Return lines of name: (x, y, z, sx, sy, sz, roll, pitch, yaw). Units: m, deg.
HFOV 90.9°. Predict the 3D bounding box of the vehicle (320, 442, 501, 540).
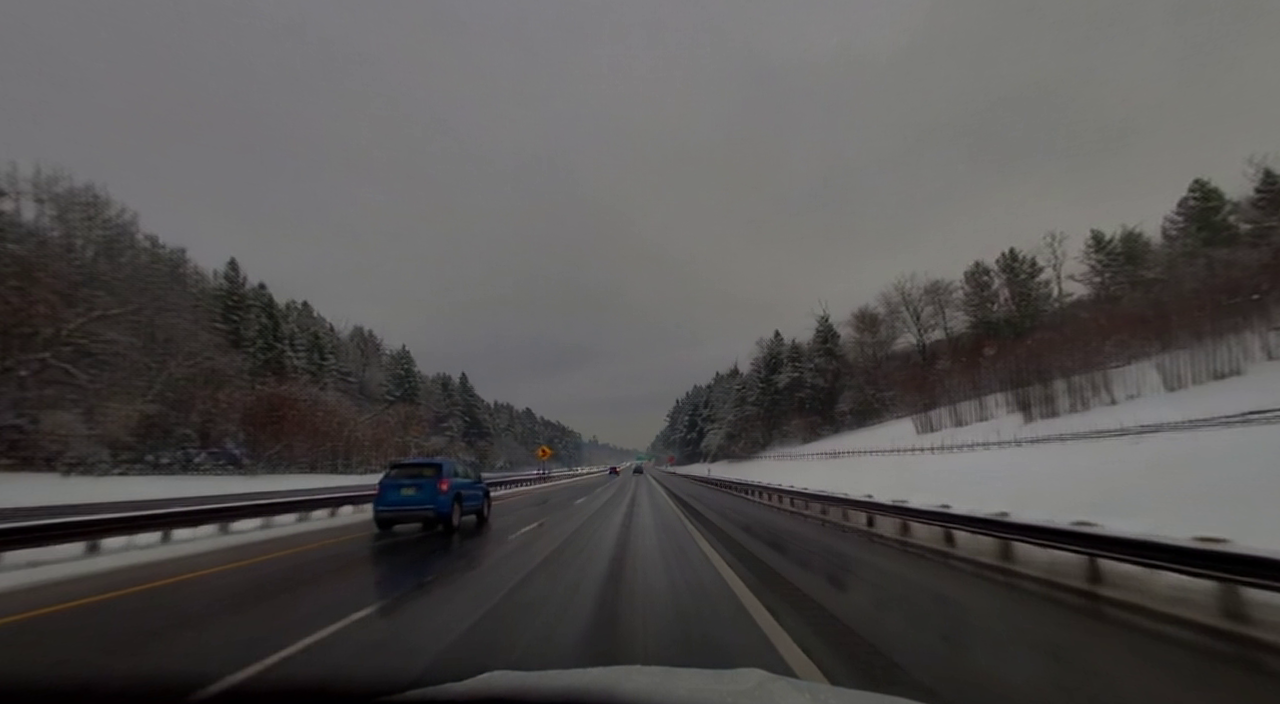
vehicle: (-4.393, 2.772, 12.946, 2.042, 1.629, 4.276, 1, -11, 0)
